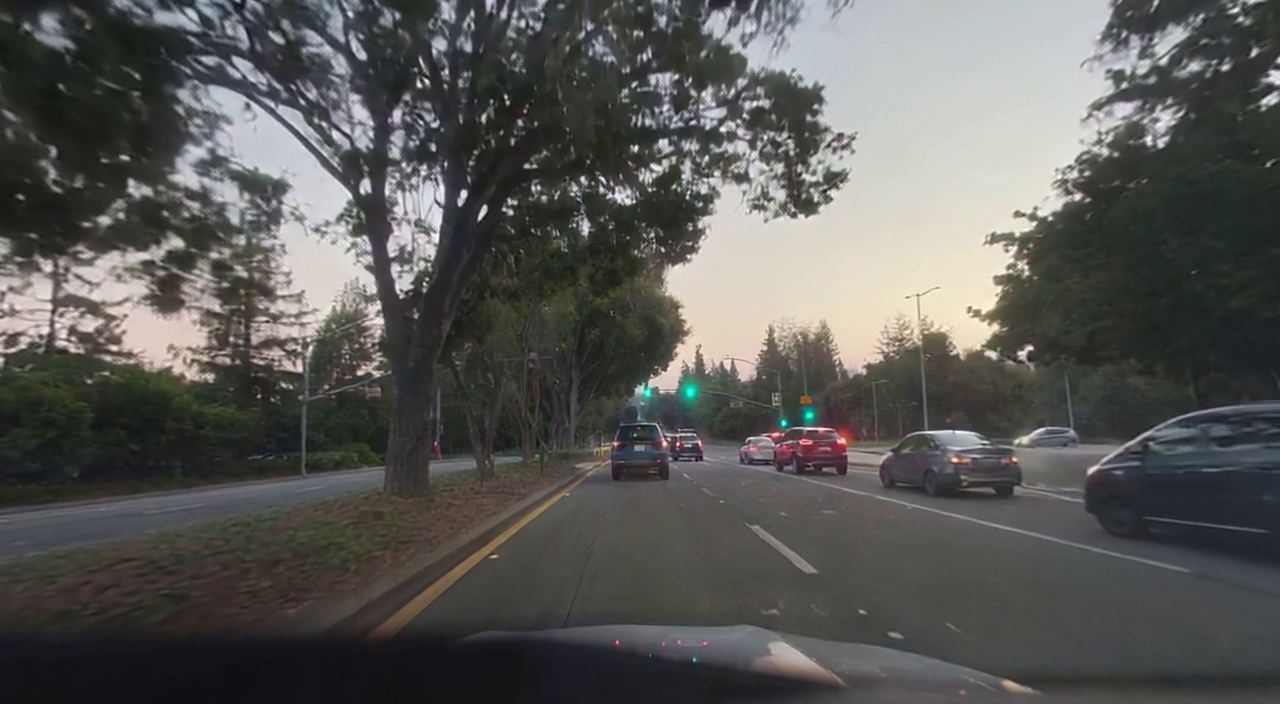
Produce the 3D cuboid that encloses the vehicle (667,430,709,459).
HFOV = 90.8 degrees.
[{"bbox_3d":[3.166,6.262,42.660,2.388,1.833,4.506,0,-9,-1],"label":"vehicle"}]

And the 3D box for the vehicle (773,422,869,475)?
[{"bbox_3d":[7.039,3.849,25.256,2.251,1.873,5.346,0,-9,0],"label":"vehicle"}]

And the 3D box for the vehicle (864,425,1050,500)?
[{"bbox_3d":[7.337,2.624,15.351,2.004,1.504,4.836,0,-9,0],"label":"vehicle"}]

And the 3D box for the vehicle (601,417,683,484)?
[{"bbox_3d":[0.061,3.137,20.263,2.353,1.894,4.122,0,-9,0],"label":"vehicle"}]

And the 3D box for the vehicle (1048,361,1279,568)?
[{"bbox_3d":[7.091,1.161,6.650,2.226,1.913,4.901,0,-9,-1],"label":"vehicle"}]
